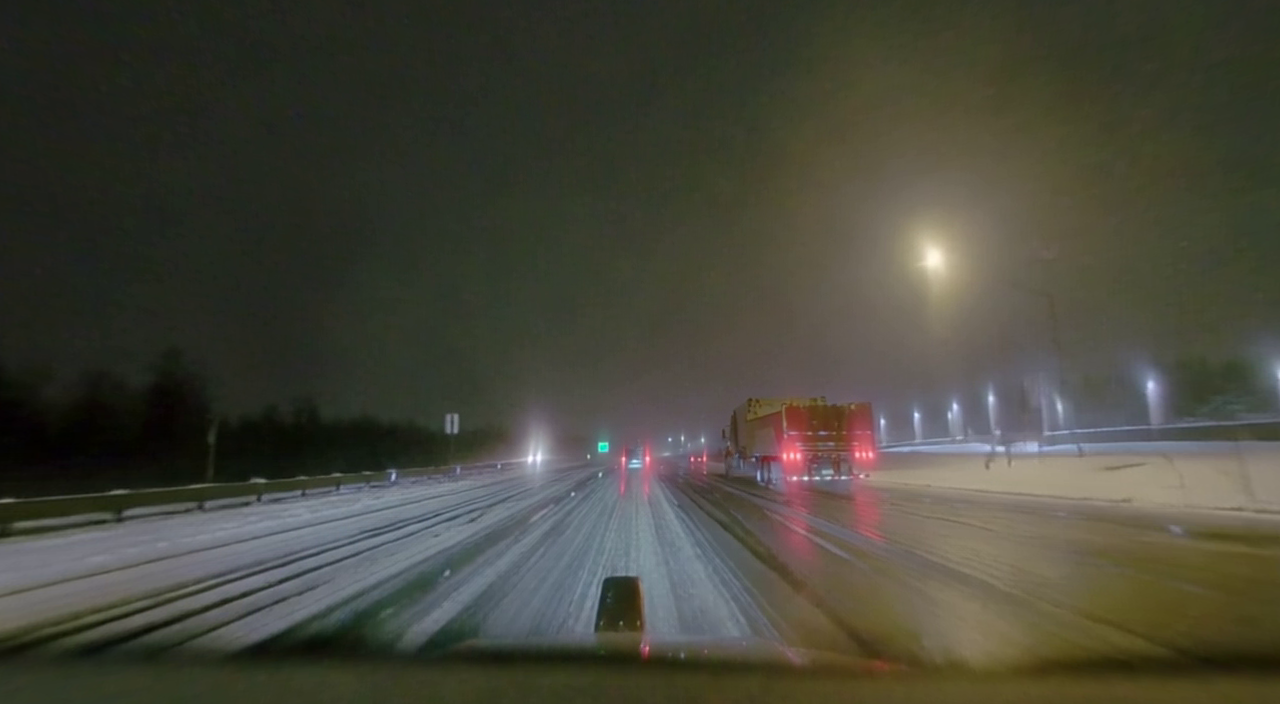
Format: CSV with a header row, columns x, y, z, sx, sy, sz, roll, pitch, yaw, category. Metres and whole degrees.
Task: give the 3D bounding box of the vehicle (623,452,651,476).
x,y,z,sx,sy,sz,roll,pitch,yaw,category
-0.146,6.948,39.356,1.695,1.437,3.506,0,-9,1,vehicle
